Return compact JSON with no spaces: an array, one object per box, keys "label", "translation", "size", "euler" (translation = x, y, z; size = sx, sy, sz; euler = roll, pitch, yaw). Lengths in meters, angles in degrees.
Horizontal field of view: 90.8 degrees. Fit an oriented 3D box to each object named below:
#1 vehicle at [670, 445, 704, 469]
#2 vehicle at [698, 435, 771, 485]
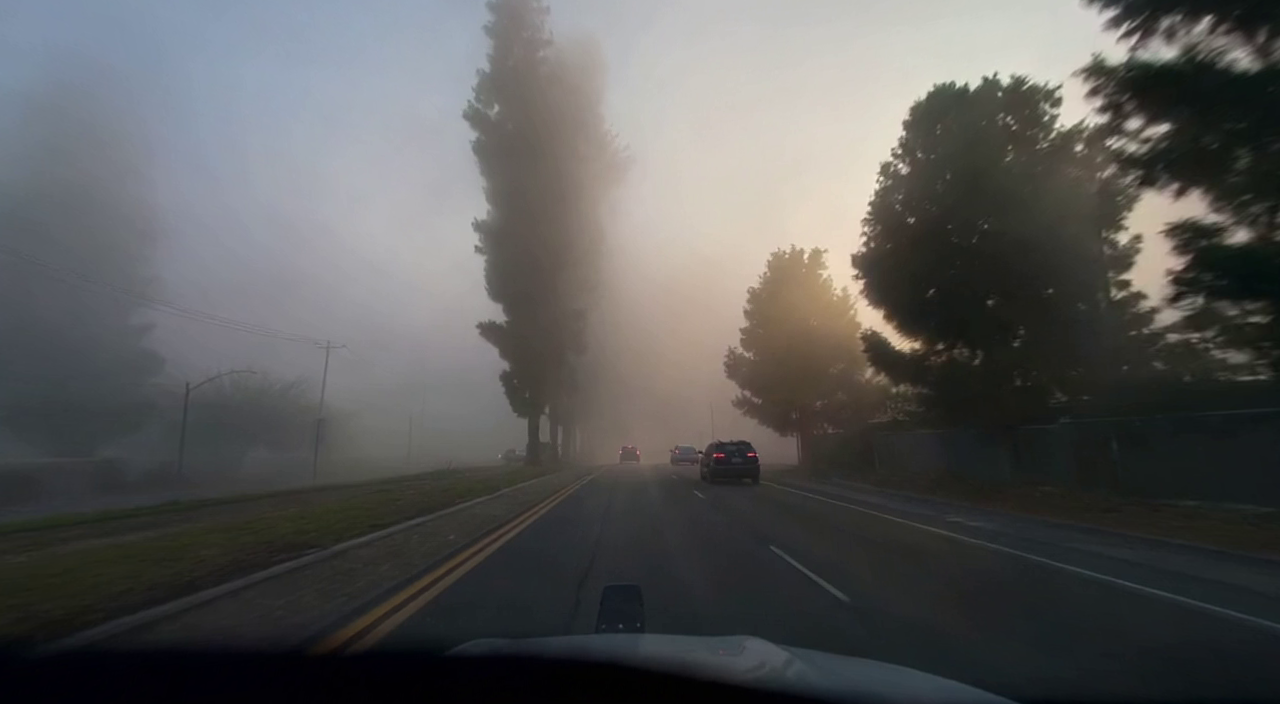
[{"label":"vehicle","translation":[3.340,7.503,45.397],"size":[2.012,1.653,4.115],"euler":[0,-9,-1]},{"label":"vehicle","translation":[3.689,4.335,25.615],"size":[2.112,1.825,4.574],"euler":[0,-9,-2]}]
